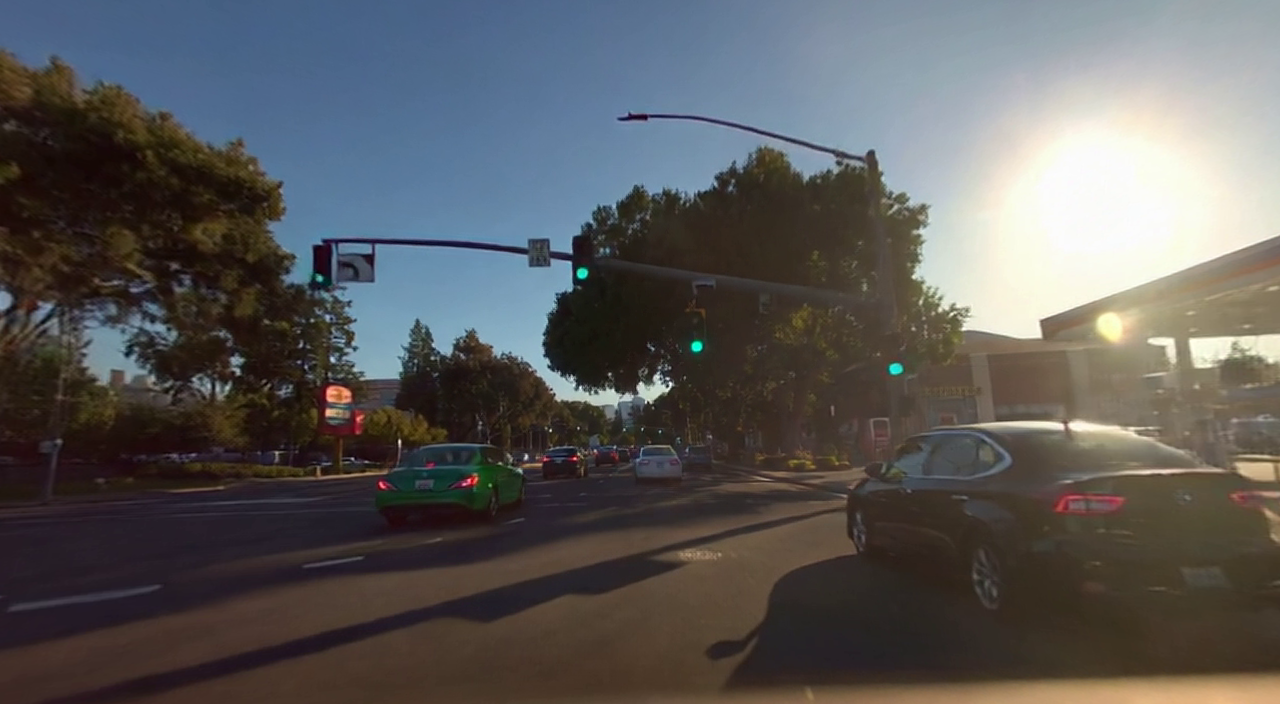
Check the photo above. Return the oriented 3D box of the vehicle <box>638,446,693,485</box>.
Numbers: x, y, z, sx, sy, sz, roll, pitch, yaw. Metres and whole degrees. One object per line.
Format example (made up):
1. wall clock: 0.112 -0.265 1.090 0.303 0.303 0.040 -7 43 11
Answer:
1. vehicle: 0.942 4.517 25.394 1.994 1.433 3.894 0 -8 0

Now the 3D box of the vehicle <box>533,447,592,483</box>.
1. vehicle: -3.372 5.022 28.269 1.995 1.436 4.500 0 -8 1

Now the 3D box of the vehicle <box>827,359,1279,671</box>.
1. vehicle: 3.482 1.273 6.019 1.992 1.805 4.549 0 -8 0

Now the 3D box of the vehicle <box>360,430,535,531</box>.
1. vehicle: -3.671 2.541 13.182 2.023 1.687 4.874 -1 -8 1

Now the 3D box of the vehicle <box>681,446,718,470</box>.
1. vehicle: 3.858 6.945 41.489 1.920 1.479 4.548 0 -8 -1
